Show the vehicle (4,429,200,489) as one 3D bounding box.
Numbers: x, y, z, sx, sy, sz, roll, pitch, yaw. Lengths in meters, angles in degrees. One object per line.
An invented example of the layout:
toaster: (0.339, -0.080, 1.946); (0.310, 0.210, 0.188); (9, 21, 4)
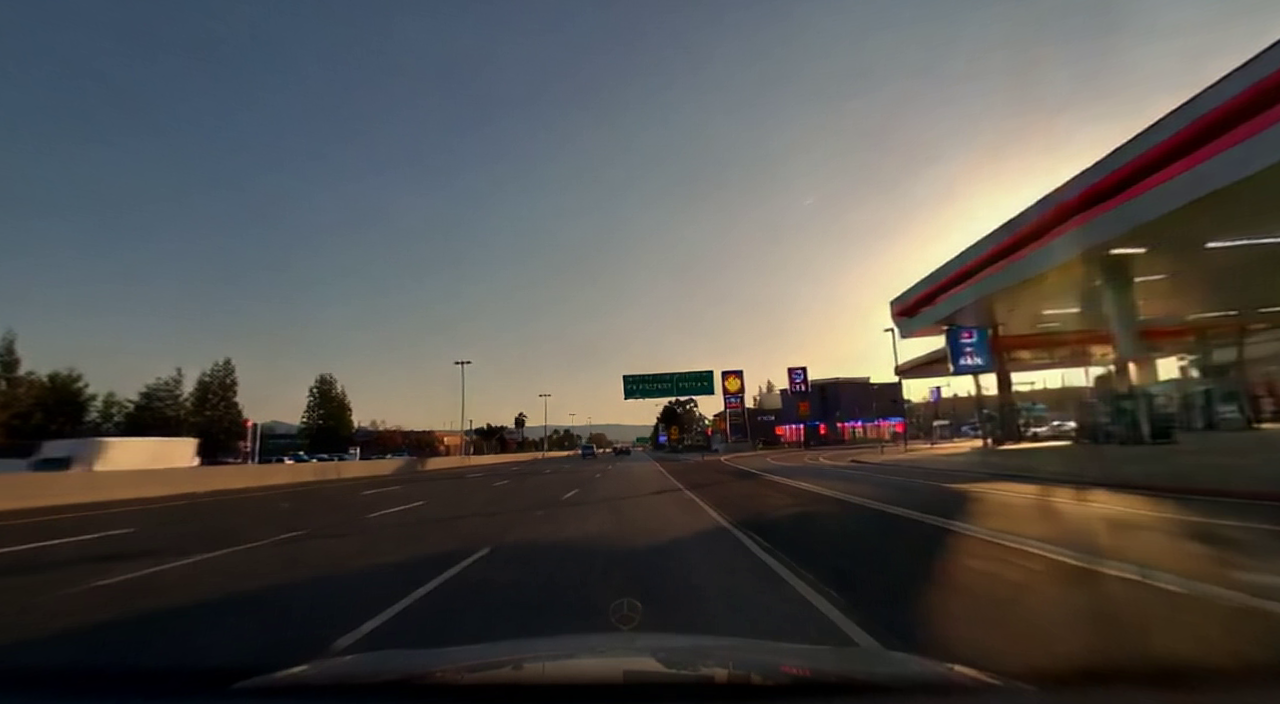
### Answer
vehicle: (-31.597, 6.356, 37.880); (2.984, 3.100, 9.755); (0, -9, 1)
